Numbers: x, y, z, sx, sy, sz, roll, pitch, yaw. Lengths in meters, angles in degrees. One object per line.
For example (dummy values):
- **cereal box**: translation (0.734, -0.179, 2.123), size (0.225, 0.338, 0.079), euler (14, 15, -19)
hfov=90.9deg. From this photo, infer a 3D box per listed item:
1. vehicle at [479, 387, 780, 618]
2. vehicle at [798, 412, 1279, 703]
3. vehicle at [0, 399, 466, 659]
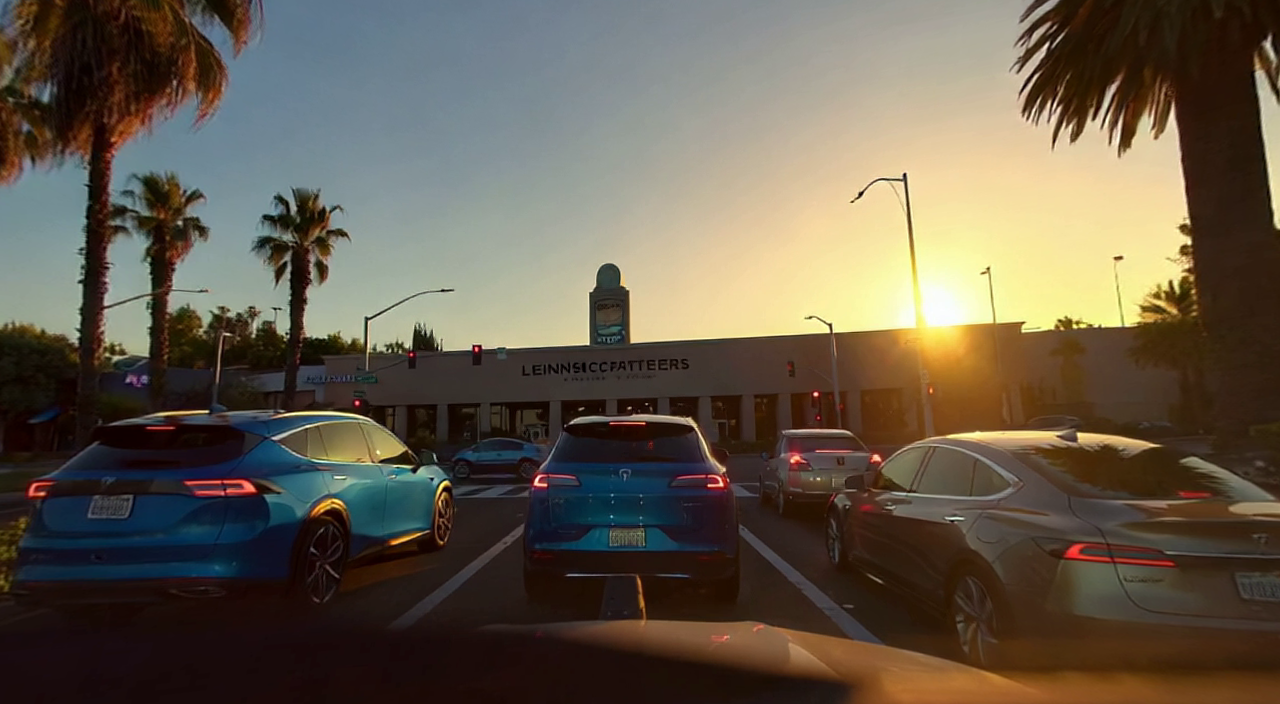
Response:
- **vehicle**: translation (-0.136, 1.465, 7.063), size (2.280, 1.747, 4.361), euler (0, -8, -2)
- **vehicle**: translation (2.961, 1.371, 5.259), size (2.017, 1.491, 4.611), euler (0, -8, -1)
- **vehicle**: translation (-3.355, 1.381, 6.049), size (2.014, 1.534, 4.455), euler (0, -8, 1)
